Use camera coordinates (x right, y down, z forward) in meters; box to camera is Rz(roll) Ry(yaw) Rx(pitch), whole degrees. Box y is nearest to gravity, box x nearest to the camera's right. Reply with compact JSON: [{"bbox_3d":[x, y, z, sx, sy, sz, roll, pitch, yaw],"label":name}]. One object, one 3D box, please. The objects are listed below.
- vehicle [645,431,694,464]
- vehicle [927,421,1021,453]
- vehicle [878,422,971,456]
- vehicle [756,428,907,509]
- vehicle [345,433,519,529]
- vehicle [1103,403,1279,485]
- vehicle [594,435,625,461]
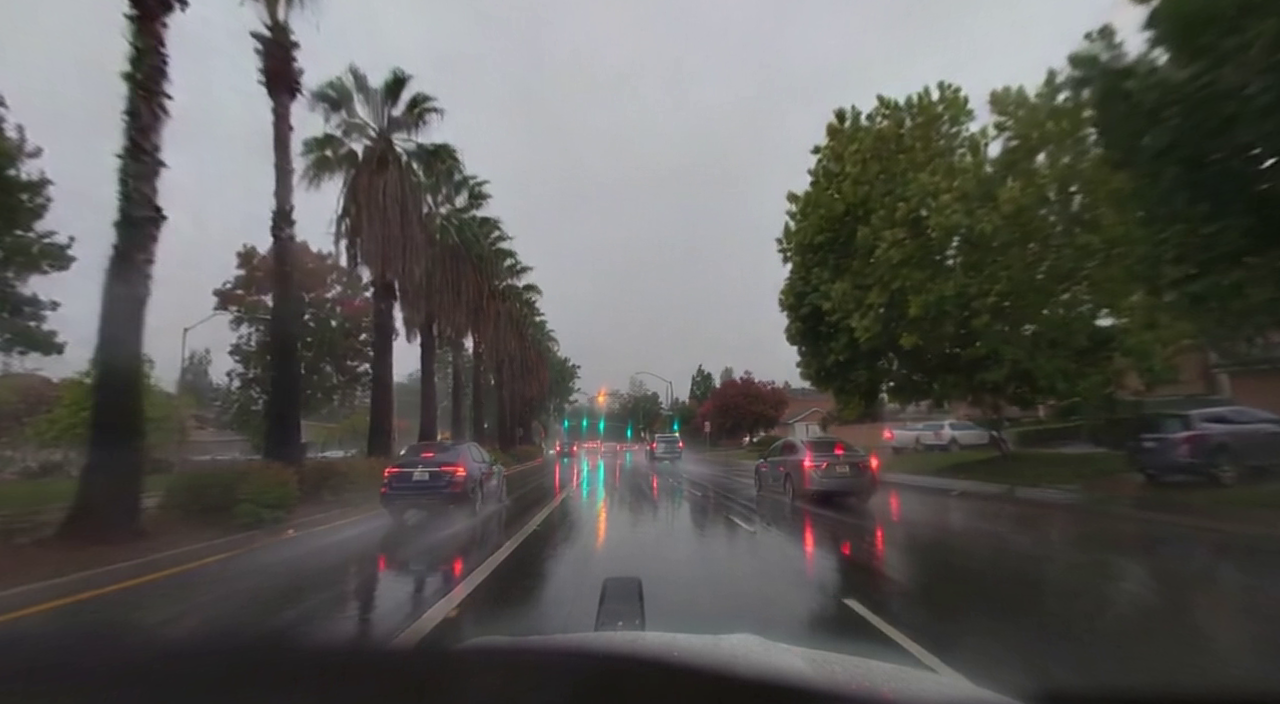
[{"bbox_3d":[1.781,6.067,40.246,2.391,1.960,5.600,0,-9,-5],"label":"vehicle"},{"bbox_3d":[18.580,4.784,35.354,1.983,1.676,4.326,3,-9,-19],"label":"vehicle"},{"bbox_3d":[15.183,4.719,33.979,1.978,1.669,4.515,2,-9,-17],"label":"vehicle"},{"bbox_3d":[3.968,2.487,13.903,1.870,1.491,4.009,0,-9,-3],"label":"vehicle"},{"bbox_3d":[-3.664,2.335,12.037,1.924,1.473,4.200,0,-8,-1],"label":"vehicle"},{"bbox_3d":[13.410,2.060,14.236,4.408,1.673,1.969,0,-9,-3],"label":"vehicle"},{"bbox_3d":[-2.390,7.384,48.425,2.164,1.867,4.254,0,-9,-5],"label":"vehicle"}]
